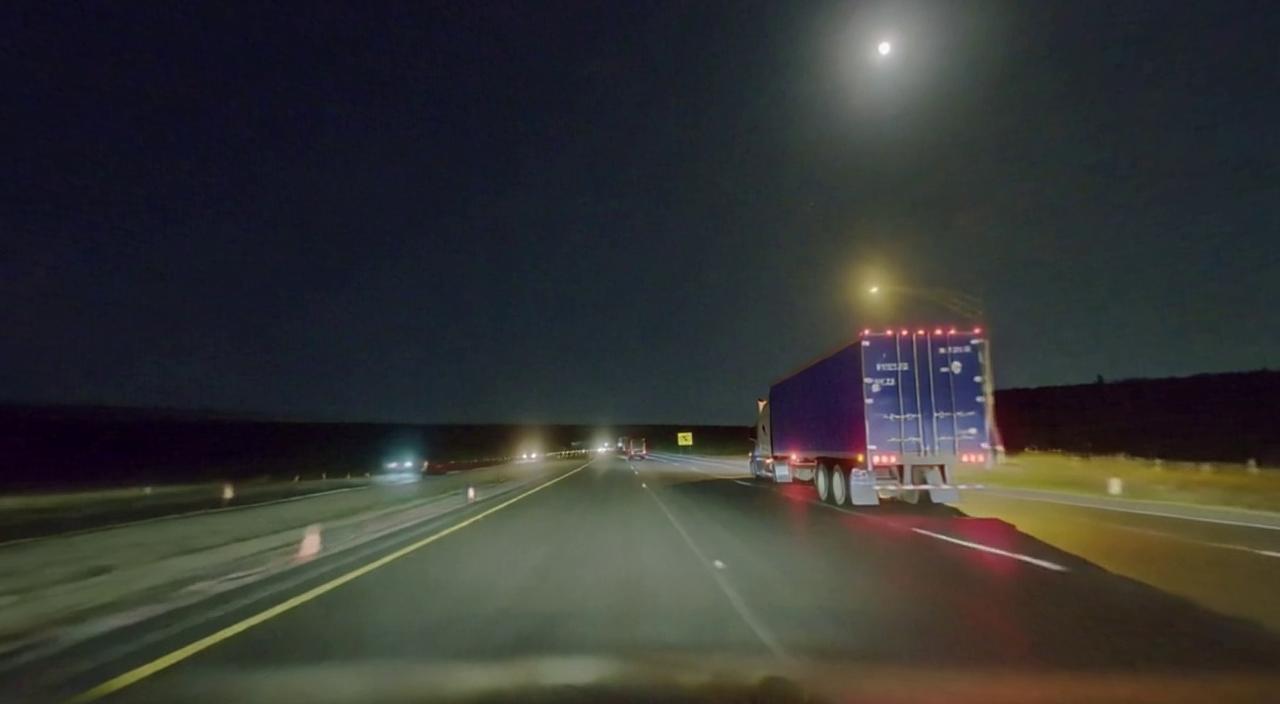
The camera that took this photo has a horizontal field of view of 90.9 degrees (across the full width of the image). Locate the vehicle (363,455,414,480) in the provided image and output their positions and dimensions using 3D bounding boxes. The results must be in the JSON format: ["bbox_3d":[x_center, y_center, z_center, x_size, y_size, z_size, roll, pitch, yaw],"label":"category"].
[{"bbox_3d":[-16.227,7.455,40.871,1.753,1.445,3.967,0,-9,-2],"label":"vehicle"}]
